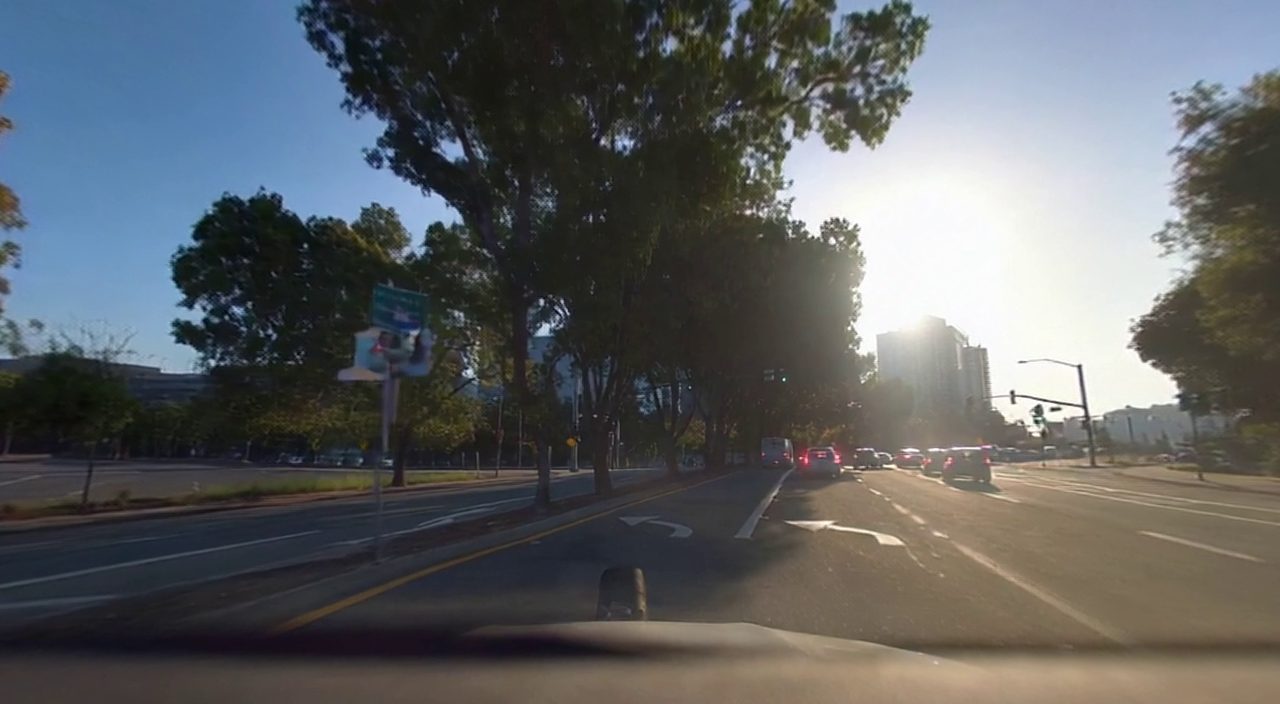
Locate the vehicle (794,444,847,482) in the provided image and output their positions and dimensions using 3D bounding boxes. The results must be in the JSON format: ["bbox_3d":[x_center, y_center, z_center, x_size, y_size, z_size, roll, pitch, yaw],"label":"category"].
[{"bbox_3d":[8.189,5.012,28.742,2.078,1.578,4.107,-3,-9,15],"label":"vehicle"}]

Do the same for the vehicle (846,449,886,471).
[{"bbox_3d":[15.521,7.423,43.506,2.063,1.476,4.361,-3,-9,14],"label":"vehicle"}]

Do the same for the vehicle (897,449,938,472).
[{"bbox_3d":[19.299,7.565,44.047,1.901,1.484,4.093,-2,-9,14],"label":"vehicle"}]

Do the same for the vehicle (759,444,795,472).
[{"bbox_3d":[9.660,7.370,44.102,2.245,1.800,4.522,-2,-9,14],"label":"vehicle"}]

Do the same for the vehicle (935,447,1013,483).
[{"bbox_3d":[14.320,4.847,27.289,1.884,1.422,4.262,-3,-9,13],"label":"vehicle"}]
